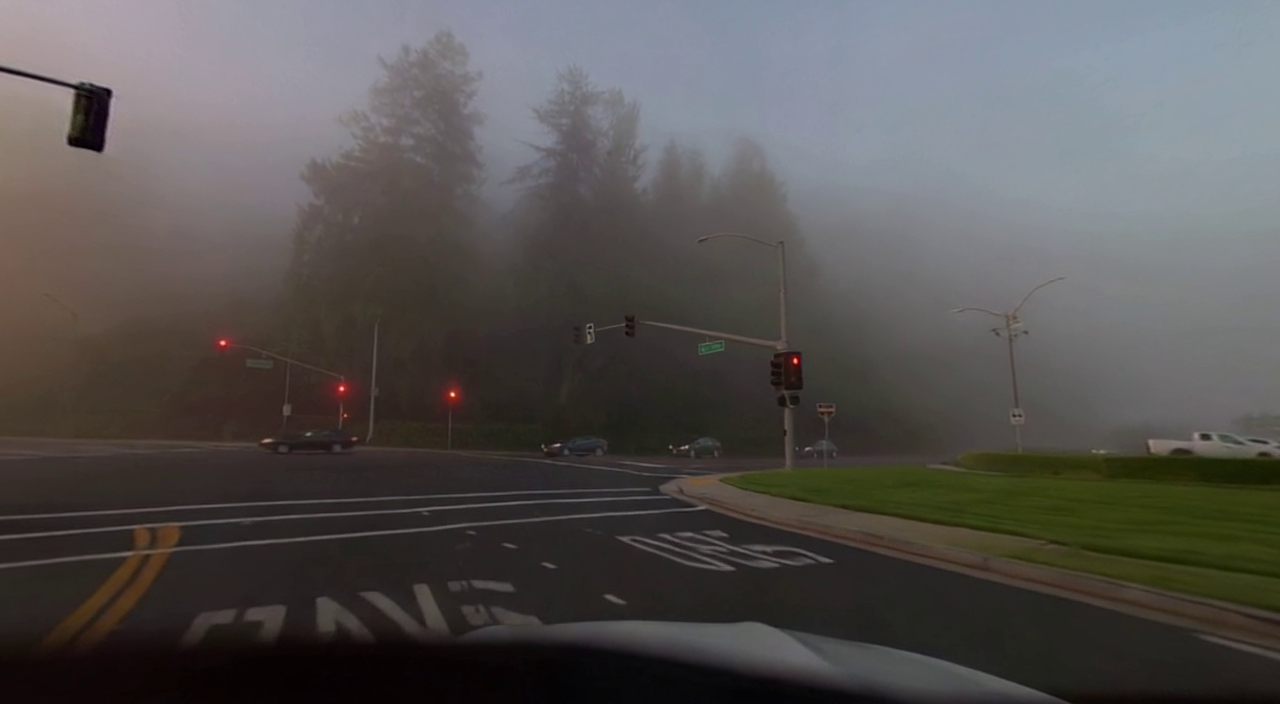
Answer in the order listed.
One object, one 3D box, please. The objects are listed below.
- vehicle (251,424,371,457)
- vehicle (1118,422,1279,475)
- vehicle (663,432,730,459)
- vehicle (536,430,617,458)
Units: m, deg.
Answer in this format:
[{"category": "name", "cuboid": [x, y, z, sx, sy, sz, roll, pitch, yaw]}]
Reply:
[{"category": "vehicle", "cuboid": [-15.632, 4.262, 29.977, 4.740, 1.462, 1.828, 7, -11, -38]}, {"category": "vehicle", "cuboid": [26.385, 4.502, 29.364, 2.437, 2.249, 5.939, 9, -12, -44]}, {"category": "vehicle", "cuboid": [3.701, 6.069, 40.643, 4.135, 1.633, 1.990, 8, -11, -40]}, {"category": "vehicle", "cuboid": [-3.915, 5.745, 39.000, 4.649, 1.585, 1.965, 7, -11, -38]}]
